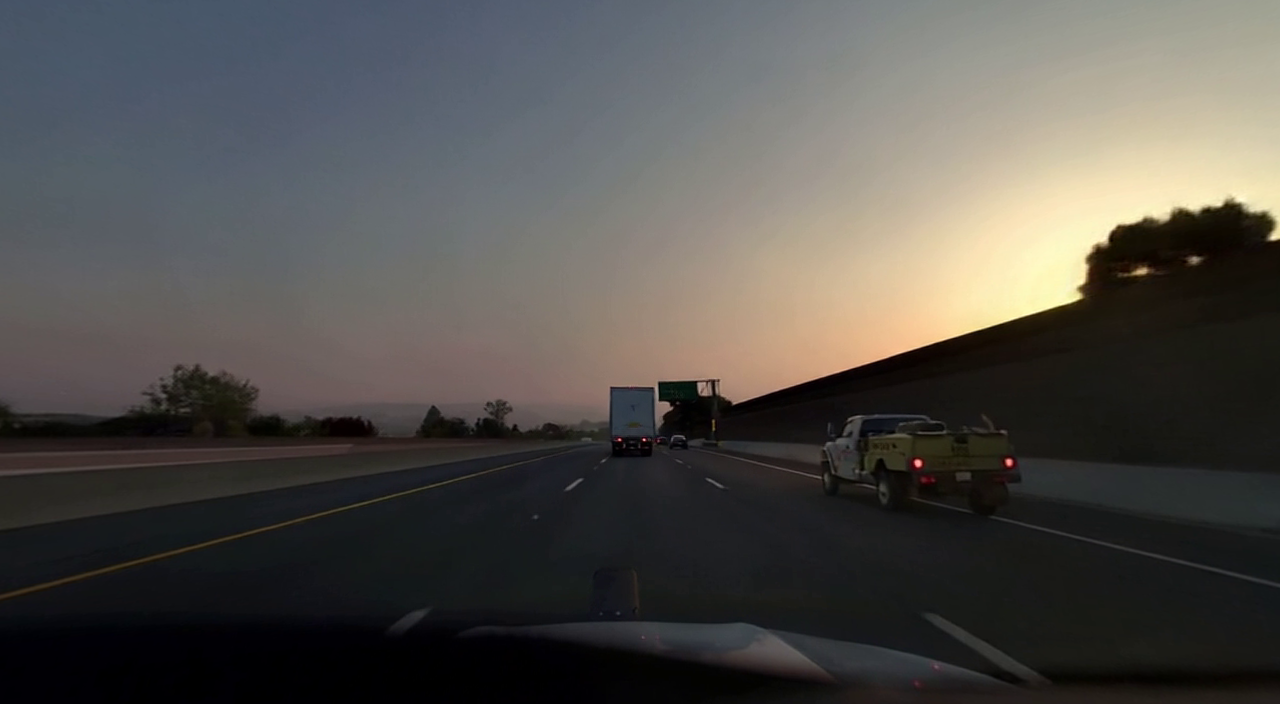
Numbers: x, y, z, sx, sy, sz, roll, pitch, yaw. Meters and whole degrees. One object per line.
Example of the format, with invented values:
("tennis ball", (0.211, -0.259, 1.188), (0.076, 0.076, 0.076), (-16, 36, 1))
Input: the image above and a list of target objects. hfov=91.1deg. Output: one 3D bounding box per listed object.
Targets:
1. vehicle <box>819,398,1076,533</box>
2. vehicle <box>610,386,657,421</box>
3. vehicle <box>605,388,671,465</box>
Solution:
("vehicle", (4.869, 1.852, 10.956), (2.091, 1.829, 4.625), (0, -8, -1))
("vehicle", (-0.290, 2.525, 30.354), (2.112, 1.472, 4.240), (0, -8, 0))
("vehicle", (-0.321, 4.091, 34.684), (2.953, 3.406, 13.372), (1, -7, -2))
